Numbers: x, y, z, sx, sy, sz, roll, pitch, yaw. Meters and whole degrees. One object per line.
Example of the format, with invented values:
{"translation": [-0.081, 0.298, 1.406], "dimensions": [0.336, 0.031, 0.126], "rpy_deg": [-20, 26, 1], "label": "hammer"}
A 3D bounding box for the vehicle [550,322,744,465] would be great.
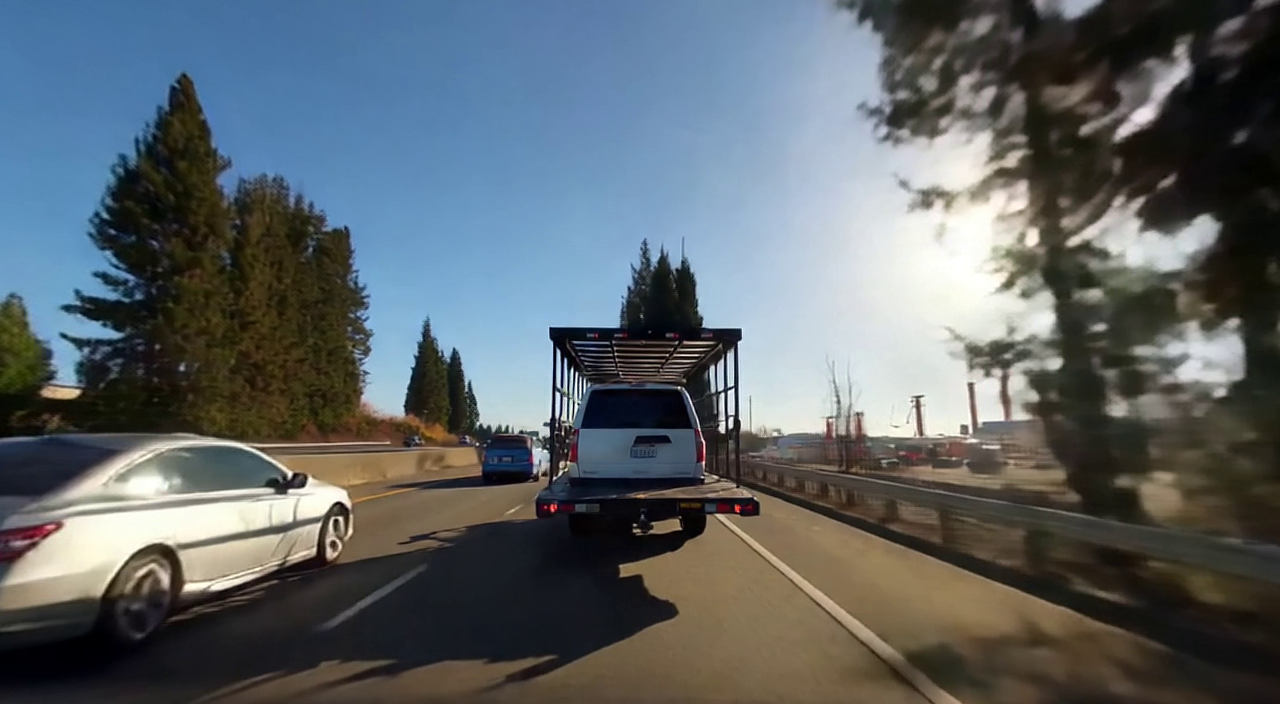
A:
{"translation": [-0.020, 0.806, 9.442], "dimensions": [2.156, 1.604, 4.680], "rpy_deg": [0, -9, -3], "label": "vehicle"}

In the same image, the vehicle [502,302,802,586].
{"translation": [-0.163, 1.594, 11.076], "dimensions": [2.735, 2.597, 10.435], "rpy_deg": [1, -8, -3], "label": "vehicle"}

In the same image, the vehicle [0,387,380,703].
{"translation": [-3.874, 1.144, 4.253], "dimensions": [2.155, 1.513, 4.964], "rpy_deg": [0, -9, 0], "label": "vehicle"}

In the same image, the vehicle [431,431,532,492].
{"translation": [-4.776, 3.359, 19.773], "dimensions": [2.057, 1.665, 4.572], "rpy_deg": [0, -9, -1], "label": "vehicle"}
